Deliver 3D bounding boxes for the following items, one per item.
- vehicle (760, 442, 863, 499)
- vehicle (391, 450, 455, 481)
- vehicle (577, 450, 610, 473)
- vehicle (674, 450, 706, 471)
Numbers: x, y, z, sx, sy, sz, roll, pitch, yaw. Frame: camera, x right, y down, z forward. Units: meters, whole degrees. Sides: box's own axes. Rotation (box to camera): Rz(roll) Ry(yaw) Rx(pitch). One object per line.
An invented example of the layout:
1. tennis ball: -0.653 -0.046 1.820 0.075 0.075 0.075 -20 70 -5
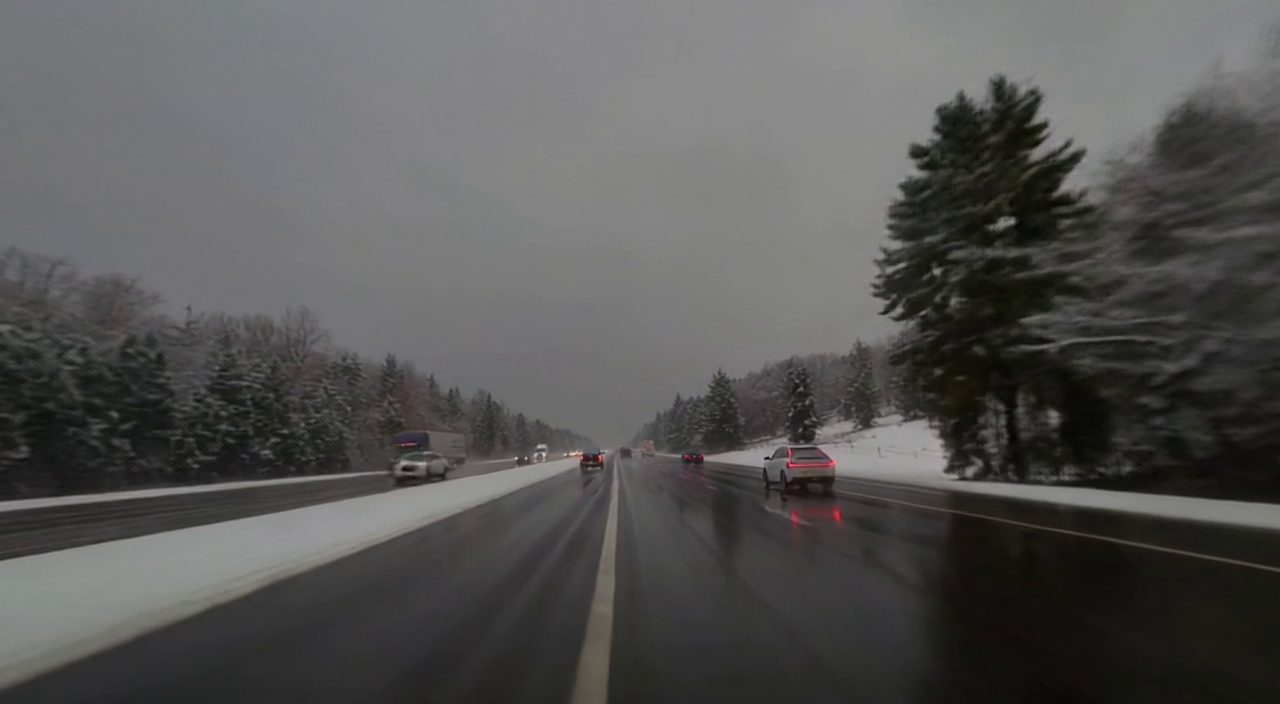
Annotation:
1. vehicle: 5.129 3.586 19.477 1.903 1.566 3.866 0 -9 -3
2. vehicle: -11.739 6.152 34.484 1.957 1.567 4.514 0 -9 -1
3. vehicle: -3.104 7.383 42.767 2.021 1.507 4.272 0 -9 -2
4. vehicle: 3.728 8.169 47.685 1.846 1.480 3.694 0 -9 -3
